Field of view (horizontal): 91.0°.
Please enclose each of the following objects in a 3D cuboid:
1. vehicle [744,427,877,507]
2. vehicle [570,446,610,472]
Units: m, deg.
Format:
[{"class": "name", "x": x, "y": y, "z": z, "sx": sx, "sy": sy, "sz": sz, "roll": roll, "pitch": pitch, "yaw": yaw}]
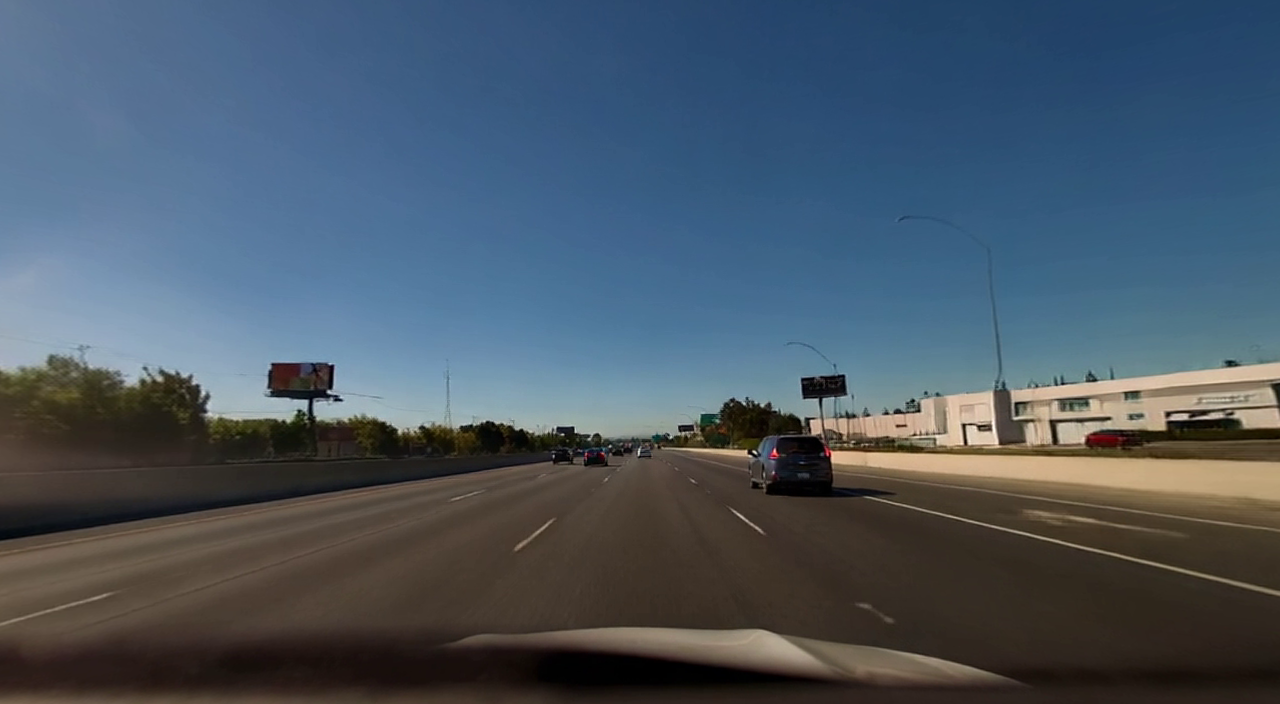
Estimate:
[{"class": "vehicle", "x": 4.205, "y": 2.925, "z": 16.459, "sx": 2.109, "sy": 1.764, "sz": 4.704, "roll": 0, "pitch": -9, "yaw": -1}, {"class": "vehicle", "x": -3.066, "y": 6.723, "z": 39.704, "sx": 2.139, "sy": 1.510, "sz": 4.506, "roll": 0, "pitch": -9, "yaw": 0}]
